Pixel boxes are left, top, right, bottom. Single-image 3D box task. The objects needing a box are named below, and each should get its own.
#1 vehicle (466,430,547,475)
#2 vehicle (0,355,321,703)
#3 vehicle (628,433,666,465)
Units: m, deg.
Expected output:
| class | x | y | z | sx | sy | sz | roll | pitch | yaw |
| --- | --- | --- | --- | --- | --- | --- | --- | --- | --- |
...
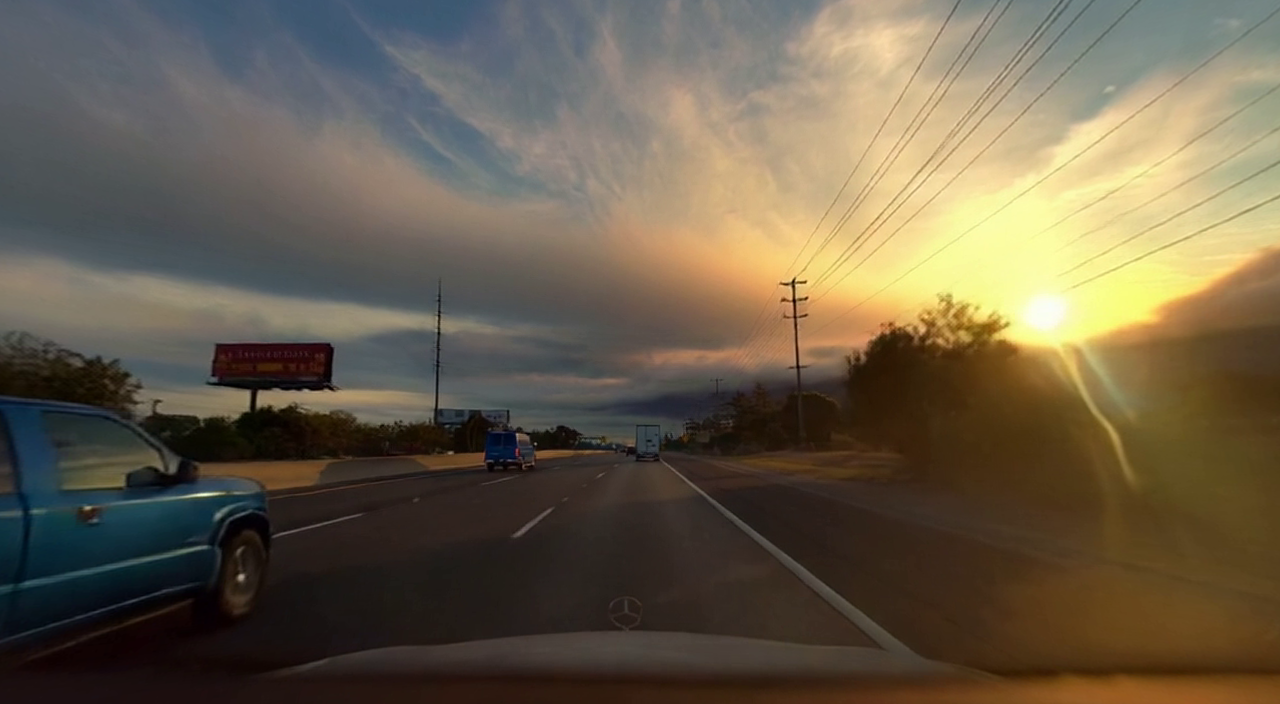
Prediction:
| class | x | y | z | sx | sy | sz | roll | pitch | yaw |
| --- | --- | --- | --- | --- | --- | --- | --- | --- | --- |
| vehicle | -6.902 | 5.307 | 33.450 | 2.695 | 2.084 | 6.836 | 0 | -8 | 1 |
| vehicle | -3.916 | 0.940 | 3.118 | 2.145 | 1.730 | 4.729 | 0 | -8 | 0 |
| vehicle | 0.537 | 7.326 | 47.533 | 2.692 | 2.279 | 5.695 | 0 | -8 | 0 |
